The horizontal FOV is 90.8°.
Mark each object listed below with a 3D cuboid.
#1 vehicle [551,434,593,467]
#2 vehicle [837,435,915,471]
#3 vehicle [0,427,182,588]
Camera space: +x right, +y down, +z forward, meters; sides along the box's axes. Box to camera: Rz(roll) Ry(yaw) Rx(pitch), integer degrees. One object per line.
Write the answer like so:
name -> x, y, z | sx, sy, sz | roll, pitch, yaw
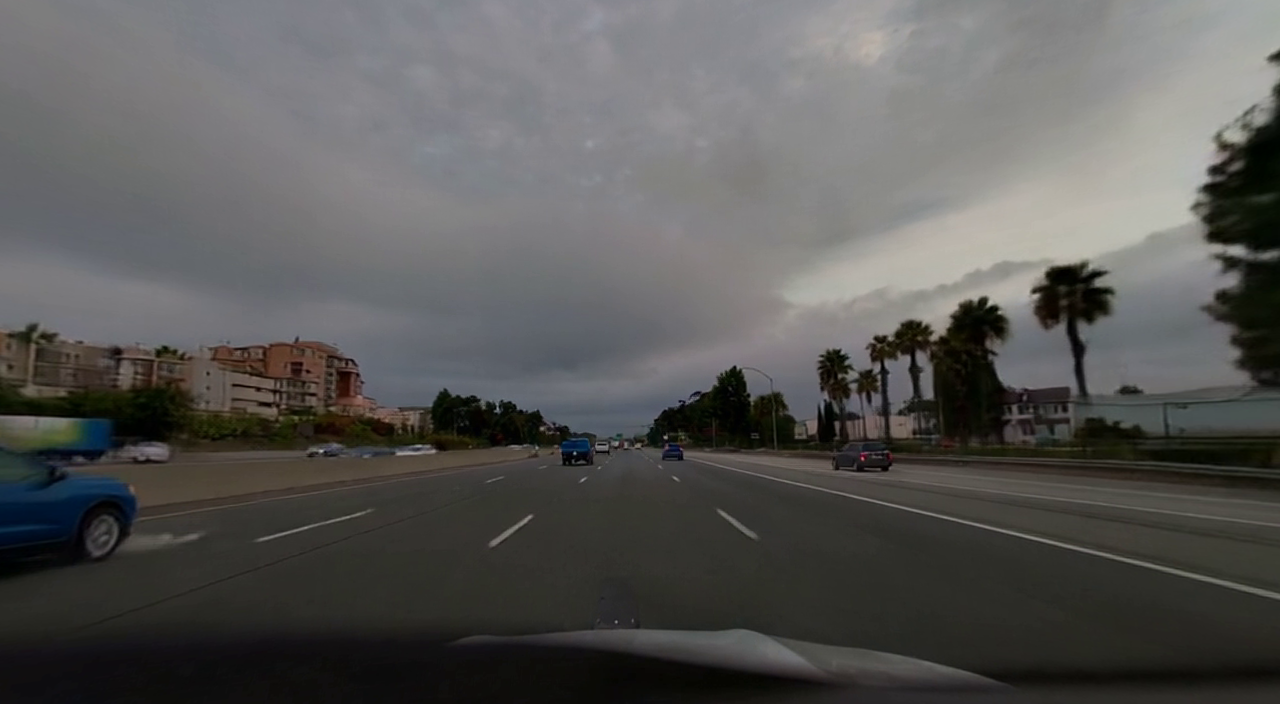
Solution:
vehicle -> -4.341, 6.408, 41.042 | 2.225, 1.967, 4.673 | 0, -9, 0
vehicle -> 12.412, 5.363, 33.638 | 2.168, 1.792, 4.457 | 0, -9, -4
vehicle -> -6.950, 1.404, 5.606 | 2.018, 1.480, 4.999 | 0, -9, 0
